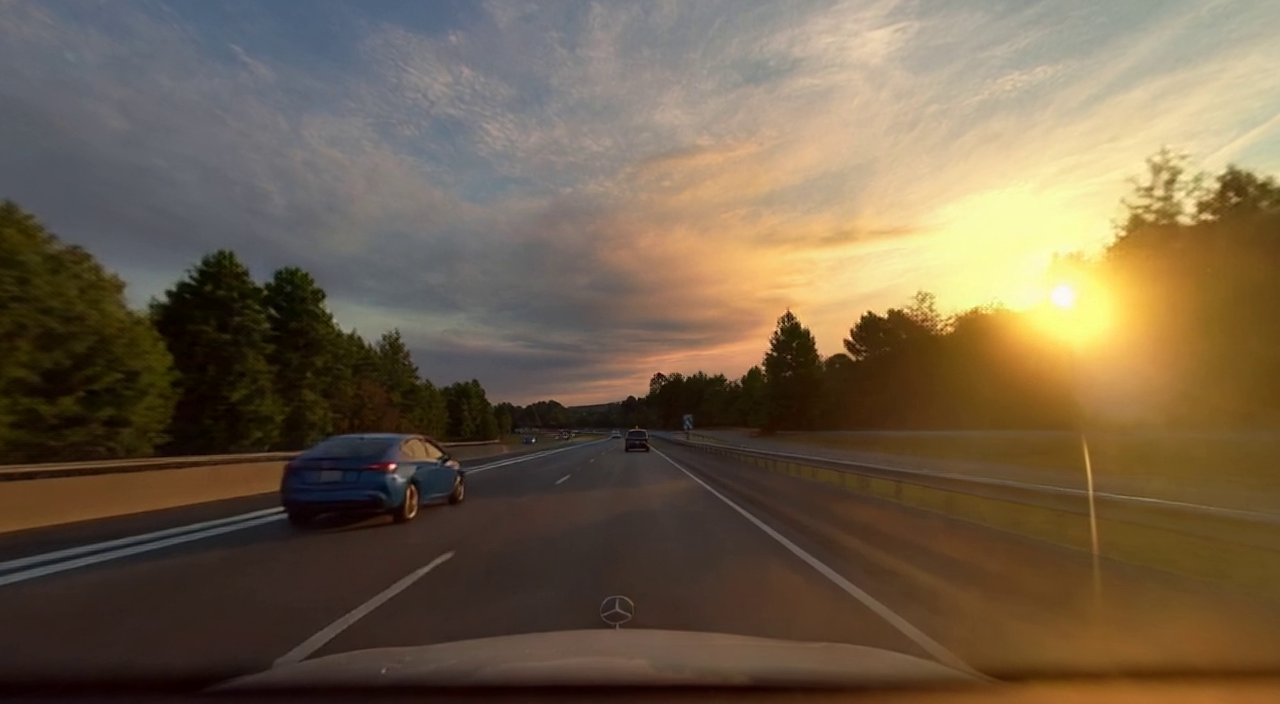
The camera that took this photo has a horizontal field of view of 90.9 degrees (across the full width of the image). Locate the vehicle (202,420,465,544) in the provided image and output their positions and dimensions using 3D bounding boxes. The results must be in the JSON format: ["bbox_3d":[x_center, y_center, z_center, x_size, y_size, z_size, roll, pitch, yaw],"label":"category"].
[{"bbox_3d":[-4.291,1.858,9.729,2.030,1.491,4.046,0,-8,0],"label":"vehicle"}]

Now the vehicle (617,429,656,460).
[{"bbox_3d":[-0.217,5.322,36.420,2.134,1.654,4.174,0,-8,-1],"label":"vehicle"}]
